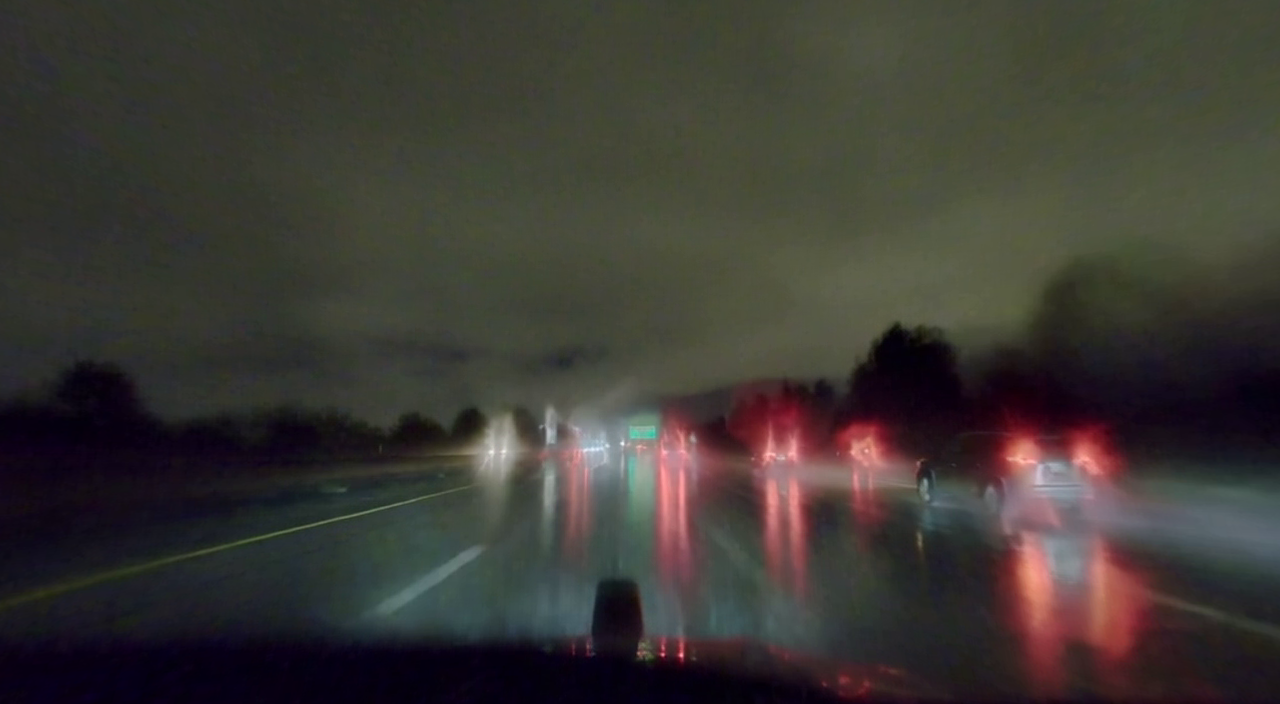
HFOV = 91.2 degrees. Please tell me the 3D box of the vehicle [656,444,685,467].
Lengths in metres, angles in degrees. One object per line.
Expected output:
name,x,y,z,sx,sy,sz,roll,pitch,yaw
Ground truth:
vehicle,2.182,7.540,45.633,1.895,1.555,4.030,0,-9,0
